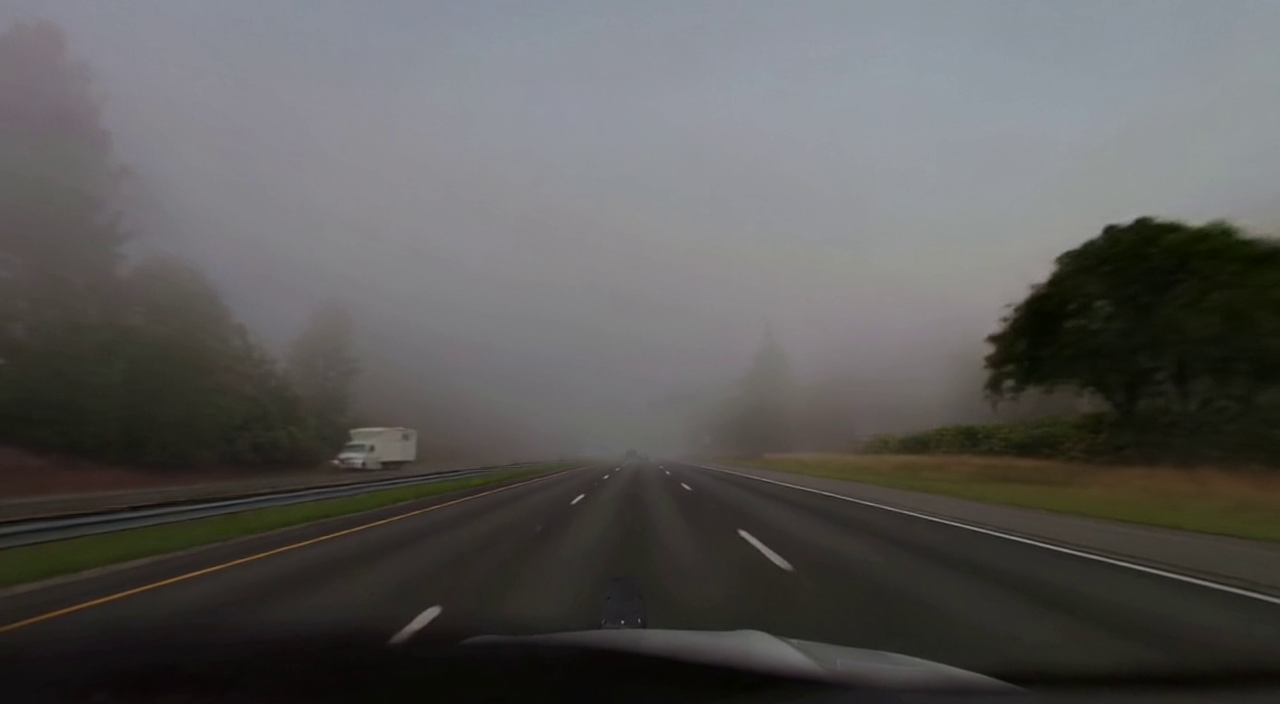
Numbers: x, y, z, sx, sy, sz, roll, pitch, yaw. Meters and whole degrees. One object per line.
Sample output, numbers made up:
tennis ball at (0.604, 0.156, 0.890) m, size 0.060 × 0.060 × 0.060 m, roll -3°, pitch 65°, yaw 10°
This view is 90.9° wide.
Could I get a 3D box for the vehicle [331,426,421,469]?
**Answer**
vehicle at (-19.632, 7.209, 47.459) m, size 3.661 × 2.973 × 6.879 m, roll 0°, pitch -9°, yaw 0°
